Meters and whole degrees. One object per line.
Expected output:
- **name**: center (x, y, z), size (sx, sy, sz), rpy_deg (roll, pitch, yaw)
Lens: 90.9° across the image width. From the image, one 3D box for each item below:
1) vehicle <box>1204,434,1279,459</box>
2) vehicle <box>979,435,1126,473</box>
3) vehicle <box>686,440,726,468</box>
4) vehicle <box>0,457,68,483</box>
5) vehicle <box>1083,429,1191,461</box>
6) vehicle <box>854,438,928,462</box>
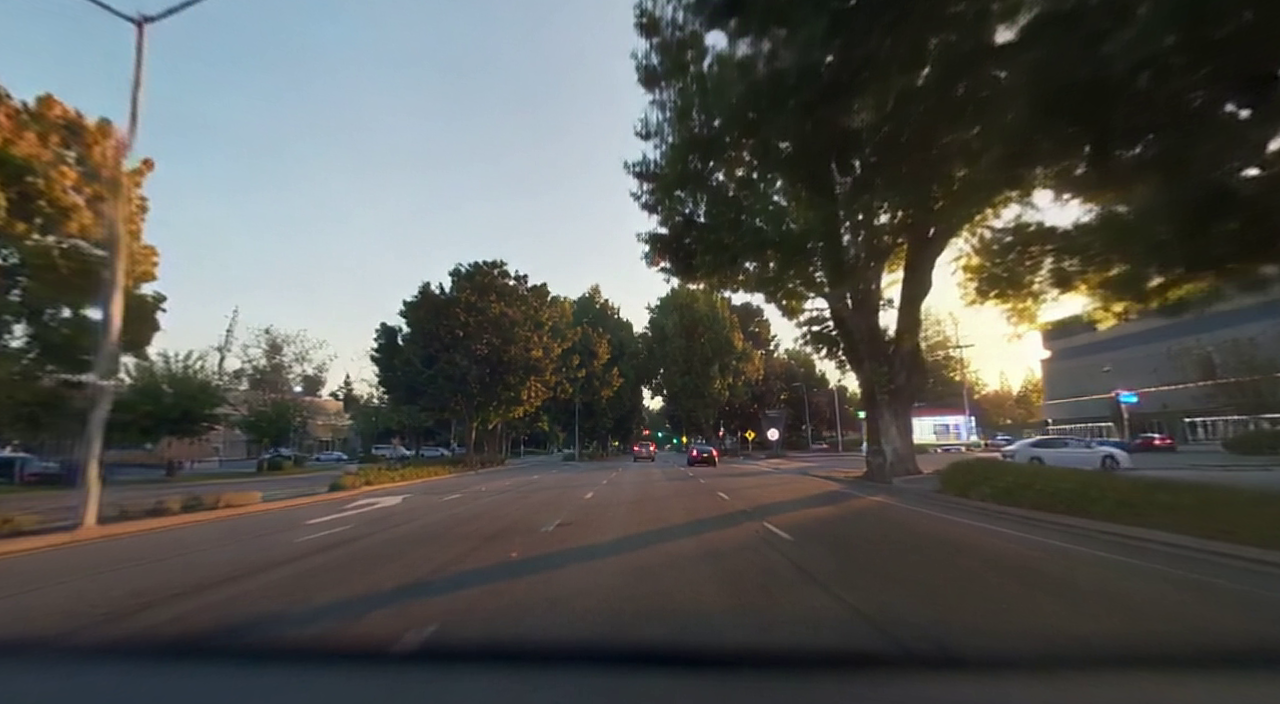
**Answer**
- **vehicle**: center (38.090, 5.863, 38.992), size (2.007, 1.469, 4.518), rpy_deg (8, -12, -44)
- **vehicle**: center (17.007, 4.218, 26.164), size (4.685, 1.478, 1.849), rpy_deg (-1, -9, 2)
- **vehicle**: center (4.133, 6.439, 39.937), size (2.007, 1.683, 4.171), rpy_deg (0, -9, -1)
- **vehicle**: center (-44.604, 8.534, 45.531), size (4.408, 1.629, 2.141), rpy_deg (-3, -9, -2)
- **vehicle**: center (30.370, 5.724, 38.642), size (2.038, 1.770, 4.755), rpy_deg (7, -12, -42)
- **vehicle**: center (17.282, 6.753, 43.543), size (4.233, 1.562, 2.143), rpy_deg (0, -9, 1)
